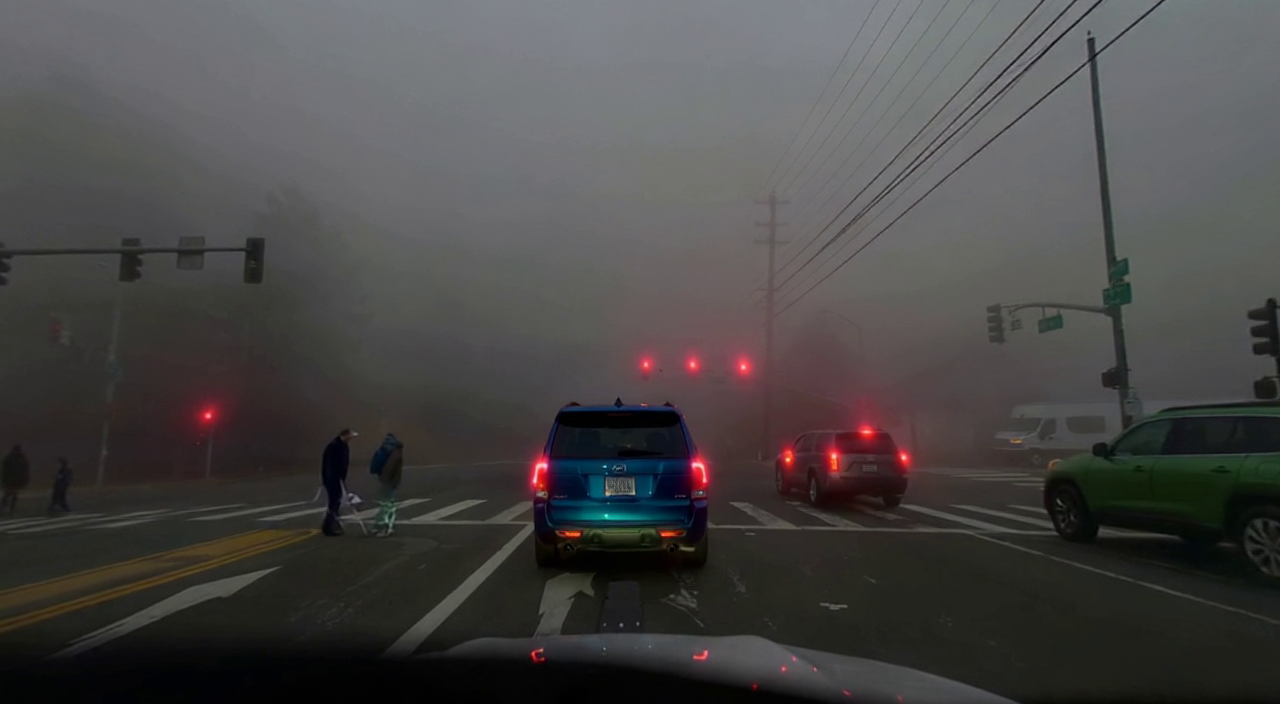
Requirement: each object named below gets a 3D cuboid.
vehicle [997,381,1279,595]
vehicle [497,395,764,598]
[{"bbox_3d":[6.580,1.437,7.239,2.119,1.827,4.806,0,-9,0],"label":"vehicle"},{"bbox_3d":[-0.111,1.562,7.641,2.285,1.729,4.252,0,-9,-1],"label":"vehicle"}]
